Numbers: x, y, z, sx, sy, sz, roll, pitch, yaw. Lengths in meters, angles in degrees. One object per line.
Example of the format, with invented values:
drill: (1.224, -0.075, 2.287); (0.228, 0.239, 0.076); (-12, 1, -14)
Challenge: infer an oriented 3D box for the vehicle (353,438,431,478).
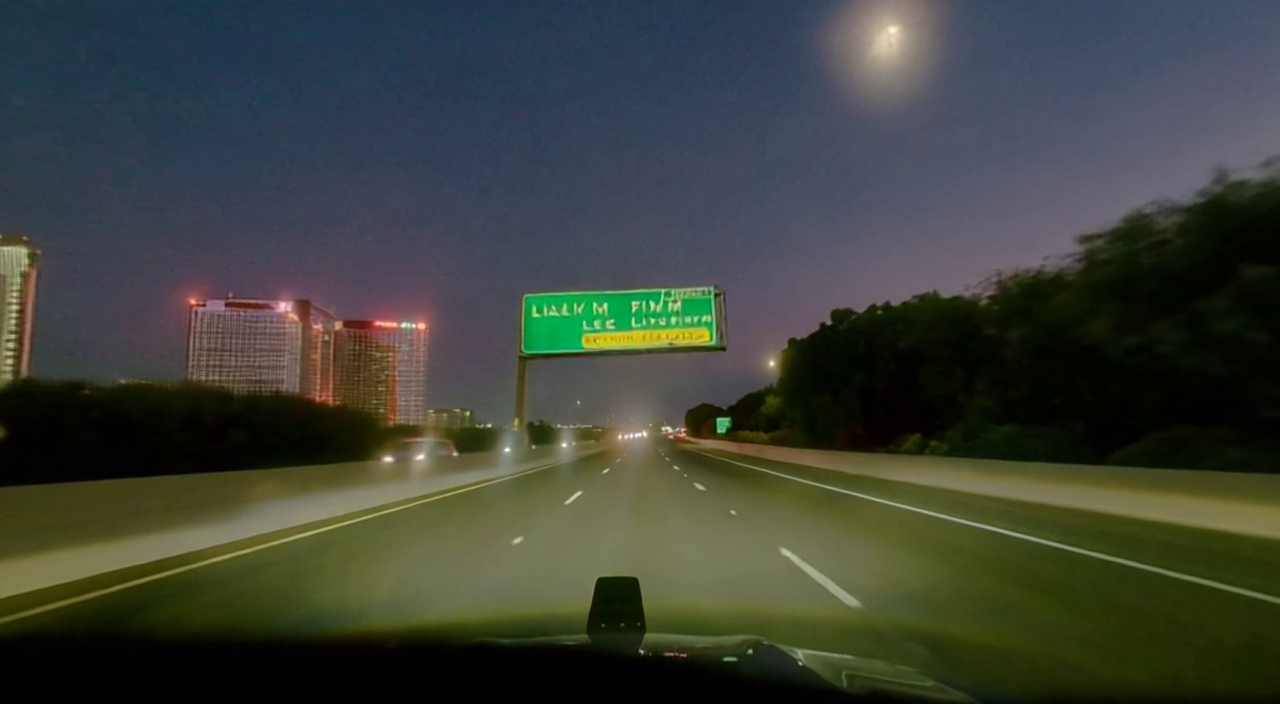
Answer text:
vehicle: (-12.459, 5.332, 32.041); (2.062, 1.854, 4.799); (0, -8, -1)
